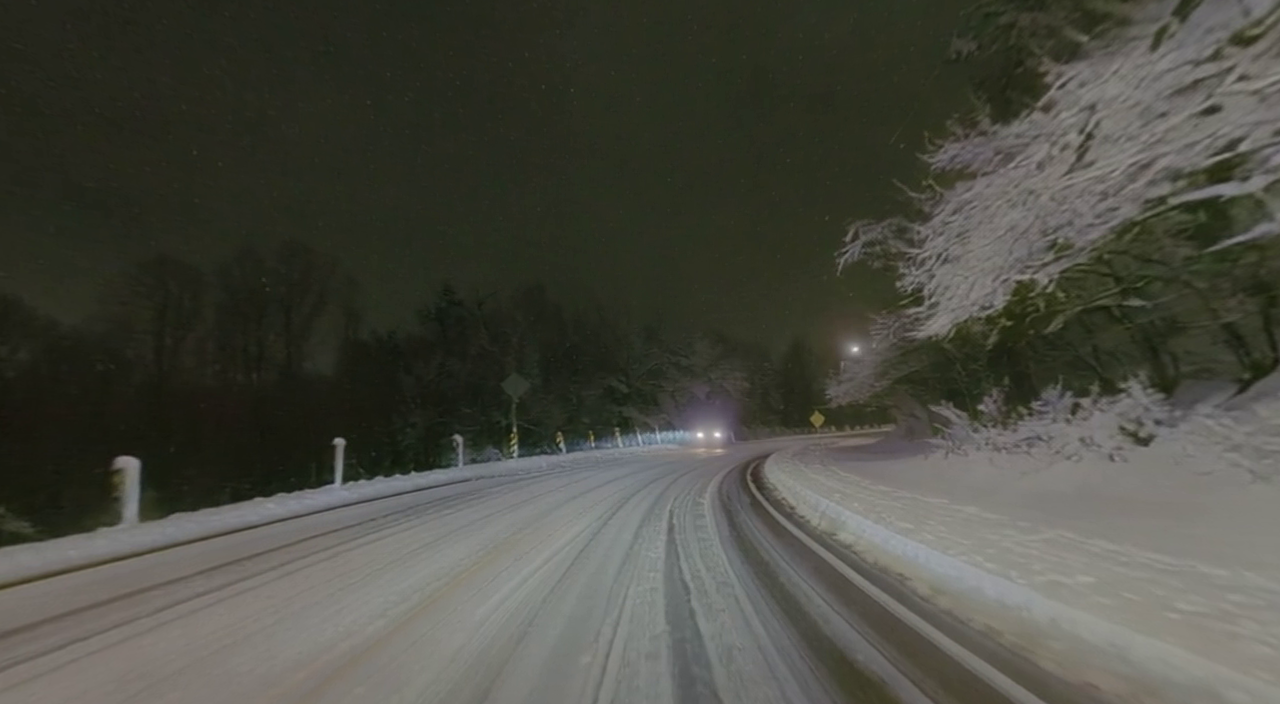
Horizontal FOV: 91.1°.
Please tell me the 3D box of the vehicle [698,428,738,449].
[{"bbox_3d":[6.163,6.767,49.197,1.961,1.525,4.056,-3,-8,25],"label":"vehicle"}]
